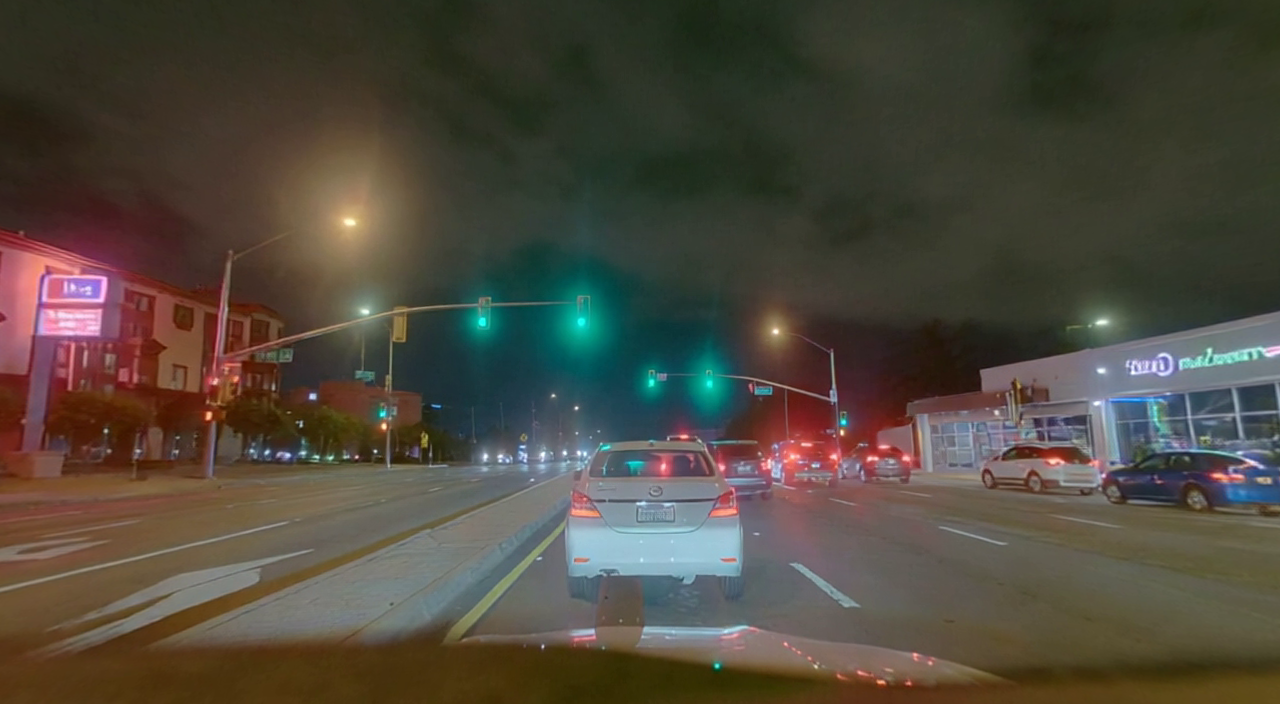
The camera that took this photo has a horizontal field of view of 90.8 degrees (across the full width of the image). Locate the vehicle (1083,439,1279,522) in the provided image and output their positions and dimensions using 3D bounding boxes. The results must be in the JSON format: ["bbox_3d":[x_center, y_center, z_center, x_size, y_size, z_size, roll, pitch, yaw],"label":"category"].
[{"bbox_3d":[14.164,3.100,15.931,2.235,1.721,5.230,0,-9,1],"label":"vehicle"}]

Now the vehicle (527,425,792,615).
[{"bbox_3d":[0.126,1.645,7.142,2.067,1.471,4.241,0,-9,-1],"label":"vehicle"}]

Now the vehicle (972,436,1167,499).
[{"bbox_3d":[14.067,3.815,21.362,2.309,1.819,5.793,1,-9,-3],"label":"vehicle"}]
